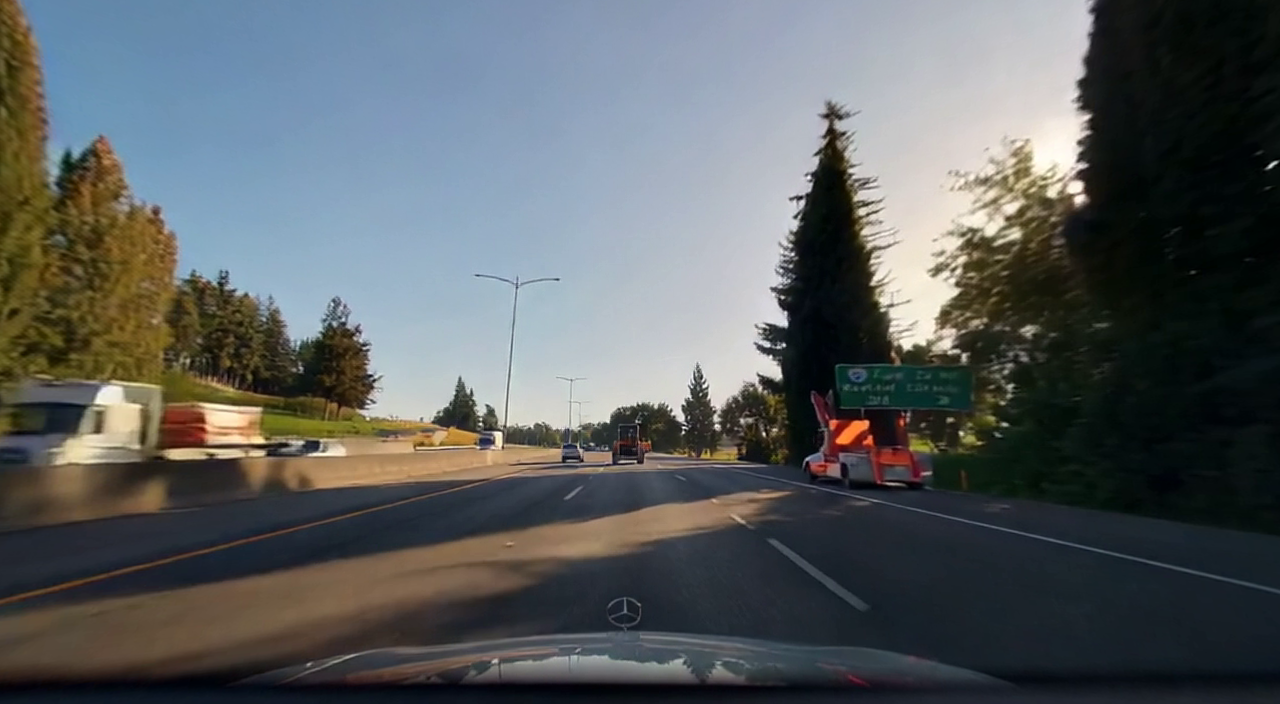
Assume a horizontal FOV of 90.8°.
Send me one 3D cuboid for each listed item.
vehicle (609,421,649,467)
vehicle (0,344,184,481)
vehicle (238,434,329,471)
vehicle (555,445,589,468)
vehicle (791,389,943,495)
[{"bbox_3d":[-0.851,6.689,45.693,2.672,3.056,6.900,0,-9,-2],"label":"vehicle"},{"bbox_3d":[-18.905,2.147,20.958,2.930,3.933,5.854,0,-9,-1],"label":"vehicle"},{"bbox_3d":[-15.392,4.378,27.481,1.773,1.465,3.804,0,-9,-1],"label":"vehicle"},{"bbox_3d":[-4.666,7.213,43.811,1.991,1.484,4.110,0,-9,-1],"label":"vehicle"},{"bbox_3d":[6.913,2.900,20.242,2.419,2.874,6.010,0,-9,-2],"label":"vehicle"}]
